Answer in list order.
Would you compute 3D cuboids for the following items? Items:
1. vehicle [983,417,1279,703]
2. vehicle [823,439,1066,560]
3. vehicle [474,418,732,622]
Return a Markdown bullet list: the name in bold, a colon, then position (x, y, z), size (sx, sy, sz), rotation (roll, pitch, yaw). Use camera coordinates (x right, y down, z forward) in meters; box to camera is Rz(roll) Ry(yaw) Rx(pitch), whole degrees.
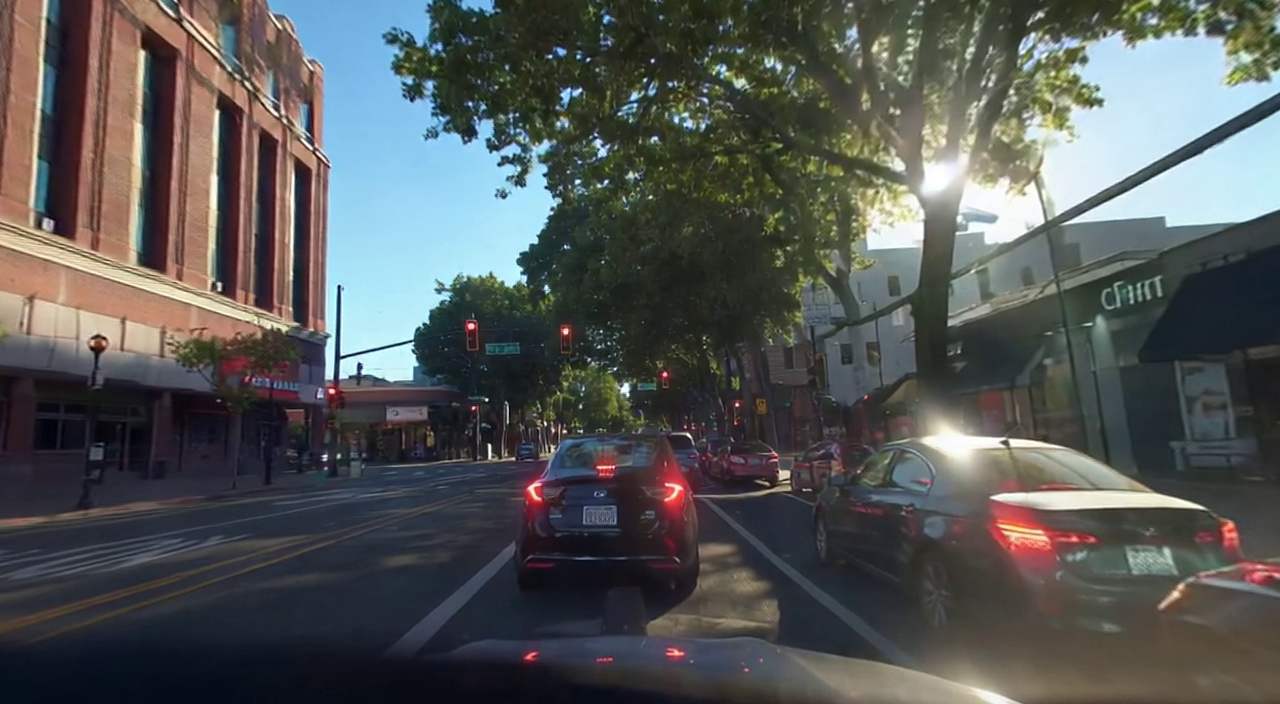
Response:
- **vehicle**: position (3.184, 0.873, 1.498), size (2.006, 1.496, 4.767), rotation (0, -8, -1)
- **vehicle**: position (4.531, 2.216, 10.358), size (1.912, 1.505, 4.618), rotation (-1, -8, 3)
- **vehicle**: position (-0.276, 1.512, 6.561), size (1.888, 1.489, 3.703), rotation (0, -8, 0)
